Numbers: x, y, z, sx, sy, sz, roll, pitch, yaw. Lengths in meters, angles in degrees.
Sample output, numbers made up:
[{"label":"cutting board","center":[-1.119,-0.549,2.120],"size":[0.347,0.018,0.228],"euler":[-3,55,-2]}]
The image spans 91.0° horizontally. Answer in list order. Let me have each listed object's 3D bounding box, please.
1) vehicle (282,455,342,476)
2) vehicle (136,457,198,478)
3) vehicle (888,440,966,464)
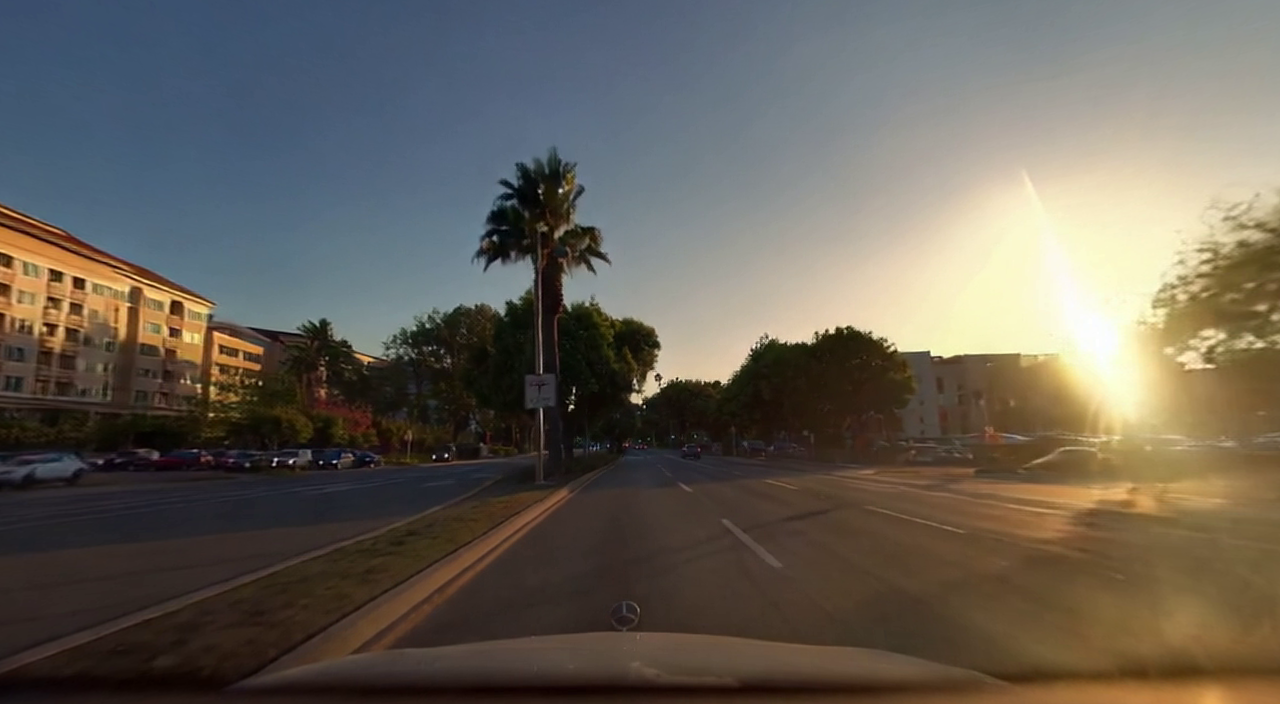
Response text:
[{"label":"vehicle","center":[-25.750,8.907,49.633],"size":[1.970,1.446,4.674],"euler":[-3,-10,4]},{"label":"vehicle","center":[-37.383,9.123,49.851],"size":[1.870,1.477,3.984],"euler":[0,-8,-2]},{"label":"vehicle","center":[20.181,7.070,44.389],"size":[4.472,1.521,2.090],"euler":[-1,-10,-3]}]
